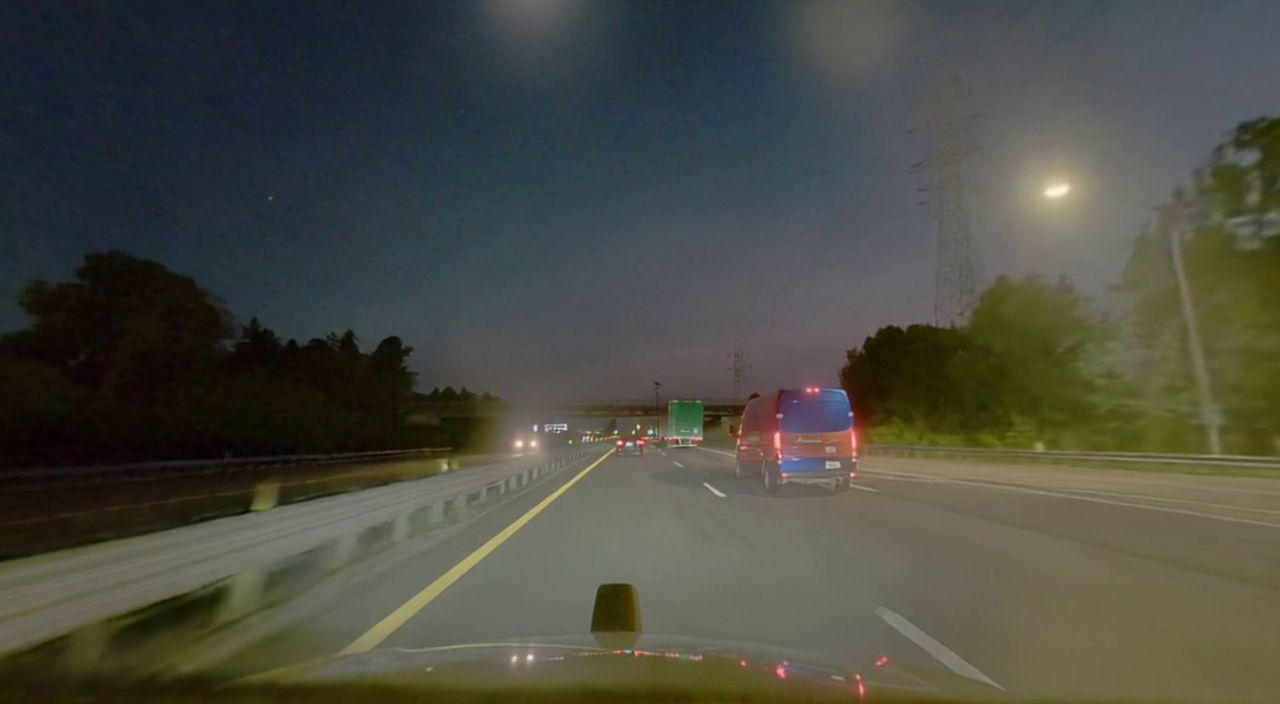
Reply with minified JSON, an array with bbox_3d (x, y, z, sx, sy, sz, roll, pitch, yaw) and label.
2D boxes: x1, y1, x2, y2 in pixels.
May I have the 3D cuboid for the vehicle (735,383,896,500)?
[{"bbox_3d":[4.193,2.290,16.309,2.387,2.506,5.374,0,-8,-3],"label":"vehicle"}]

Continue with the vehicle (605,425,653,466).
[{"bbox_3d":[-0.519,4.350,29.543,2.073,1.750,4.116,0,-8,-1],"label":"vehicle"}]
